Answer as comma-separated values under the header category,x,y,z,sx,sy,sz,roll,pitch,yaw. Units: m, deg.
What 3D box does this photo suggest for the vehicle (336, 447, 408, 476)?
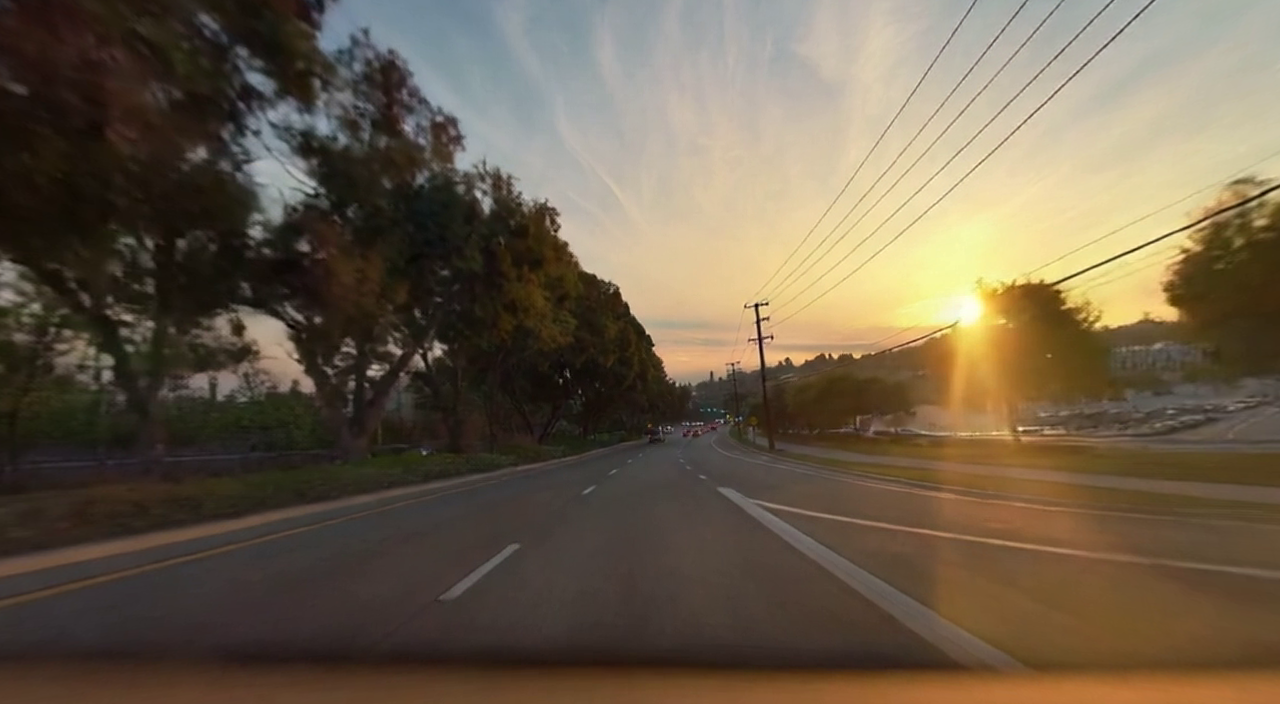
category,x,y,z,sx,sy,sz,roll,pitch,yaw
vehicle,-16.243,6.644,38.526,2.082,1.642,4.640,-1,-8,5
